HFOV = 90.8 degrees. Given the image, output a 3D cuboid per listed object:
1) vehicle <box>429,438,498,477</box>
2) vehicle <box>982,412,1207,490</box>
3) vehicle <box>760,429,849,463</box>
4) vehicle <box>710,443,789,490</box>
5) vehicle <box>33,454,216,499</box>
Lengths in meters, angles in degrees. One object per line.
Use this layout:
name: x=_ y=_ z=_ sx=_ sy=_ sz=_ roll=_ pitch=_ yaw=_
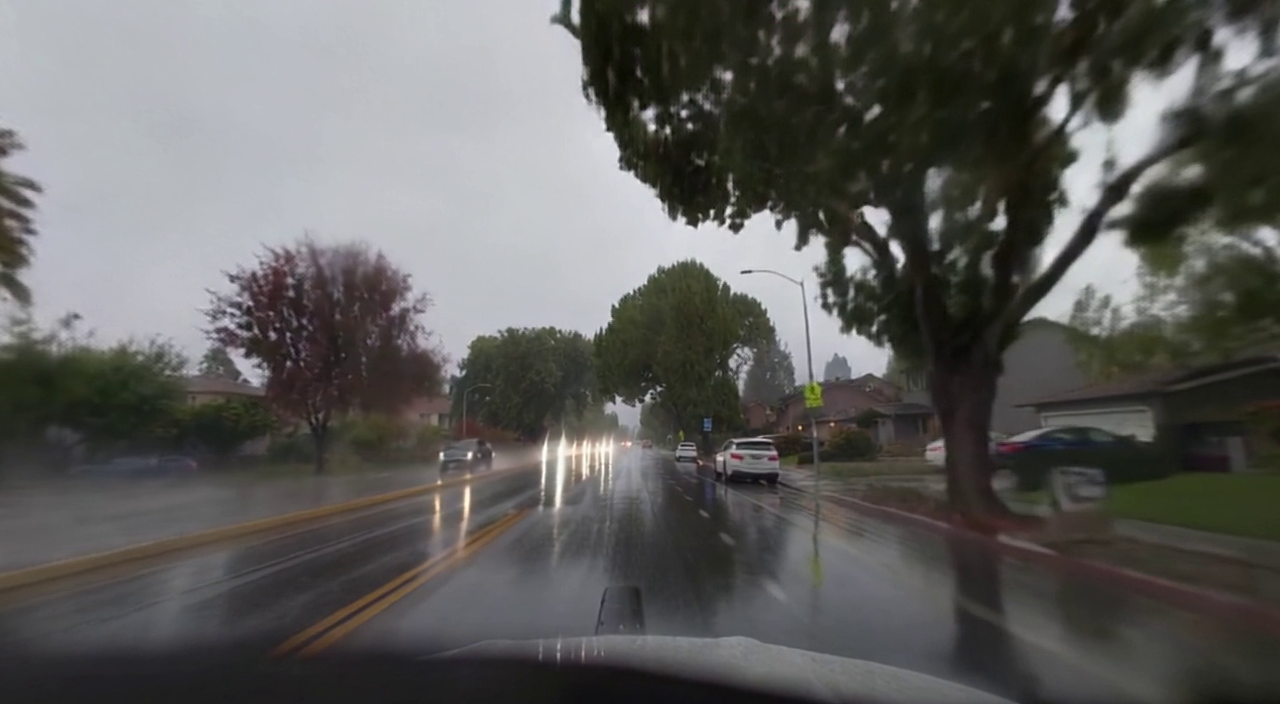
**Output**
vehicle: x=-8.463 y=5.084 z=30.681 sx=2.090 sy=1.748 sz=4.345 roll=0 pitch=-8 yaw=0
vehicle: x=11.826 y=2.603 z=16.671 sx=4.376 sy=1.509 sz=1.866 roll=-5 pitch=-8 yaw=-1
vehicle: x=10.493 y=6.074 z=40.545 sx=4.964 sy=1.739 sz=2.184 roll=-4 pitch=-10 yaw=-1
vehicle: x=3.791 y=4.039 z=22.716 sx=1.991 sy=1.500 sz=4.562 roll=0 pitch=-8 yaw=-1
vehicle: x=-18.725 y=4.524 z=23.156 sx=4.880 sy=1.500 sz=1.965 roll=0 pitch=-8 yaw=-2
